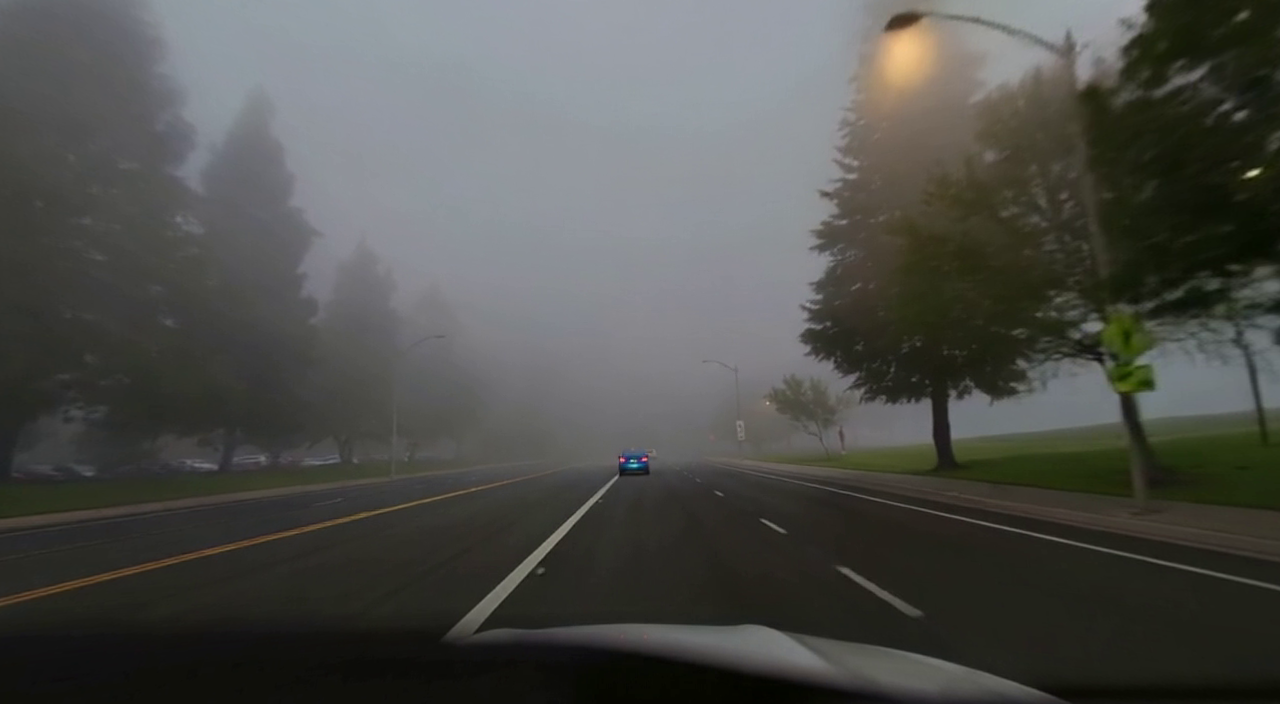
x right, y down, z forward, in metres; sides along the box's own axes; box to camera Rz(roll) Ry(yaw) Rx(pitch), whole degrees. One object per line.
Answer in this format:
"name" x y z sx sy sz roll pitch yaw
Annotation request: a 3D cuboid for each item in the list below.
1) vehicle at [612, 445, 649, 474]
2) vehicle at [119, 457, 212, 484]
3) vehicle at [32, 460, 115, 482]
"vehicle" -0.544 6.105 36.157 1.978 1.499 3.915 -1 -8 -1
"vehicle" -30.208 7.539 40.248 4.392 1.602 1.860 -1 -8 1
"vehicle" -42.856 9.009 47.798 4.308 1.521 2.025 -1 -8 0
